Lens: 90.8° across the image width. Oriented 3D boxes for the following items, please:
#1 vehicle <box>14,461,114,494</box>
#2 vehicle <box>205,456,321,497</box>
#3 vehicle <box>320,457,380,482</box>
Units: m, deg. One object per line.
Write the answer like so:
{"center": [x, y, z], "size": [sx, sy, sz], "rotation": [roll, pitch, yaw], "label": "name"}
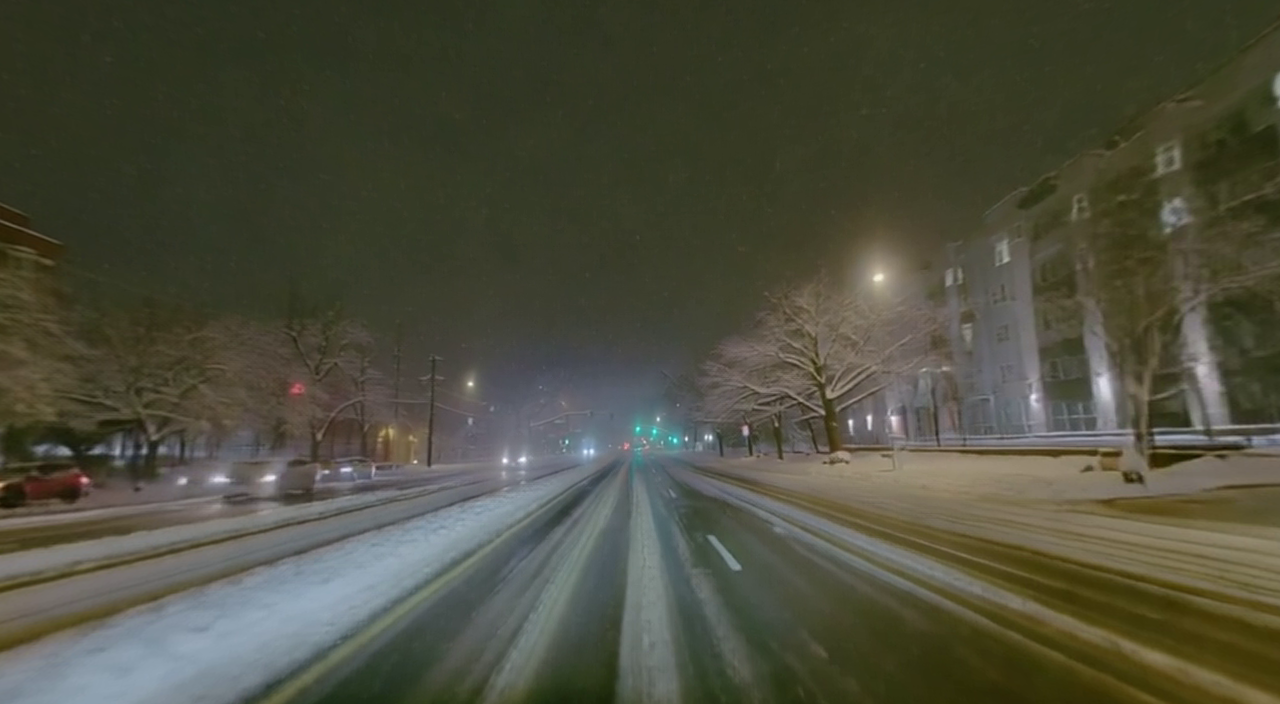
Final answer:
{"center": [-30.206, 6.575, 33.204], "size": [3.637, 1.430, 1.636], "rotation": [-2, -9, -1], "label": "vehicle"}
{"center": [-15.741, 5.203, 26.743], "size": [1.963, 1.500, 4.700], "rotation": [0, -9, 1], "label": "vehicle"}
{"center": [-19.986, 8.084, 43.750], "size": [1.870, 1.486, 5.031], "rotation": [-1, -8, -1], "label": "vehicle"}
